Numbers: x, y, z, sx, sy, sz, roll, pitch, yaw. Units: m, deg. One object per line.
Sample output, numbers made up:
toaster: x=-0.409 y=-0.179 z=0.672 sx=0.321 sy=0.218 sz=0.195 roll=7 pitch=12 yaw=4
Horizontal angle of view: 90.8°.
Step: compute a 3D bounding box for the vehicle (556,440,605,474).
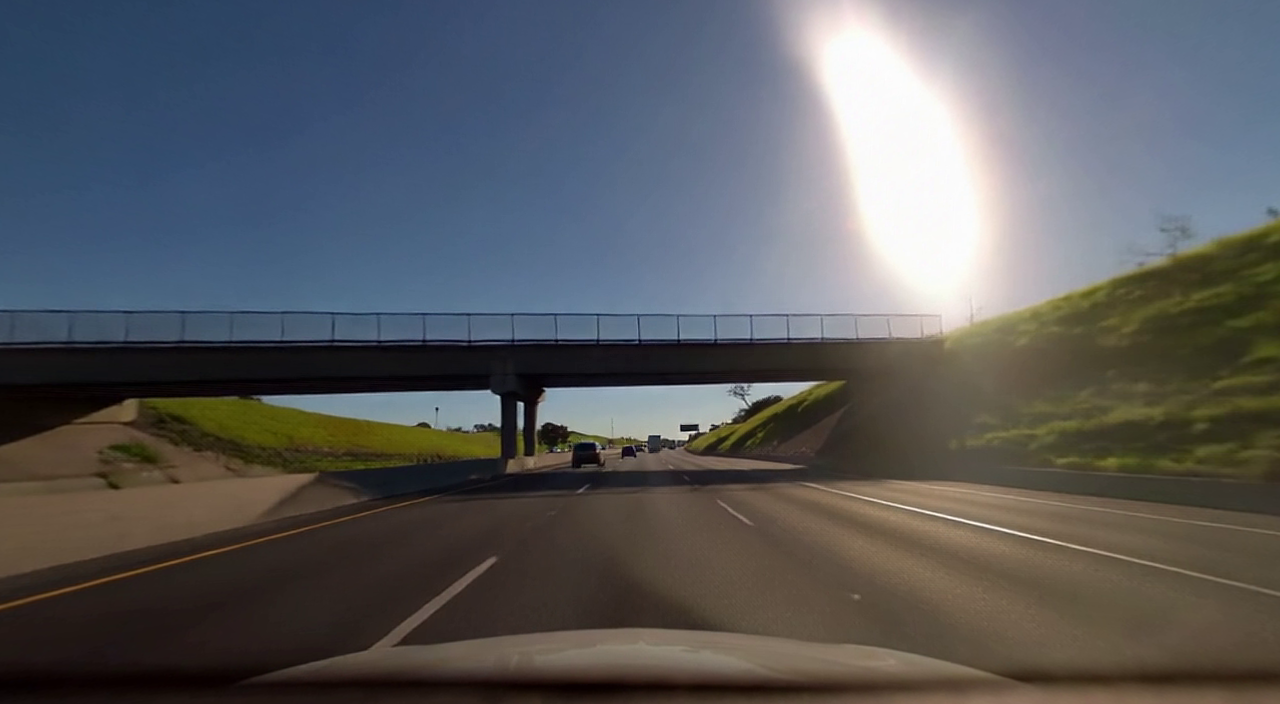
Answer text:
vehicle: x=-3.197 y=5.791 z=34.852 sx=2.181 sy=1.730 sz=4.517 roll=0 pitch=-9 yaw=1
